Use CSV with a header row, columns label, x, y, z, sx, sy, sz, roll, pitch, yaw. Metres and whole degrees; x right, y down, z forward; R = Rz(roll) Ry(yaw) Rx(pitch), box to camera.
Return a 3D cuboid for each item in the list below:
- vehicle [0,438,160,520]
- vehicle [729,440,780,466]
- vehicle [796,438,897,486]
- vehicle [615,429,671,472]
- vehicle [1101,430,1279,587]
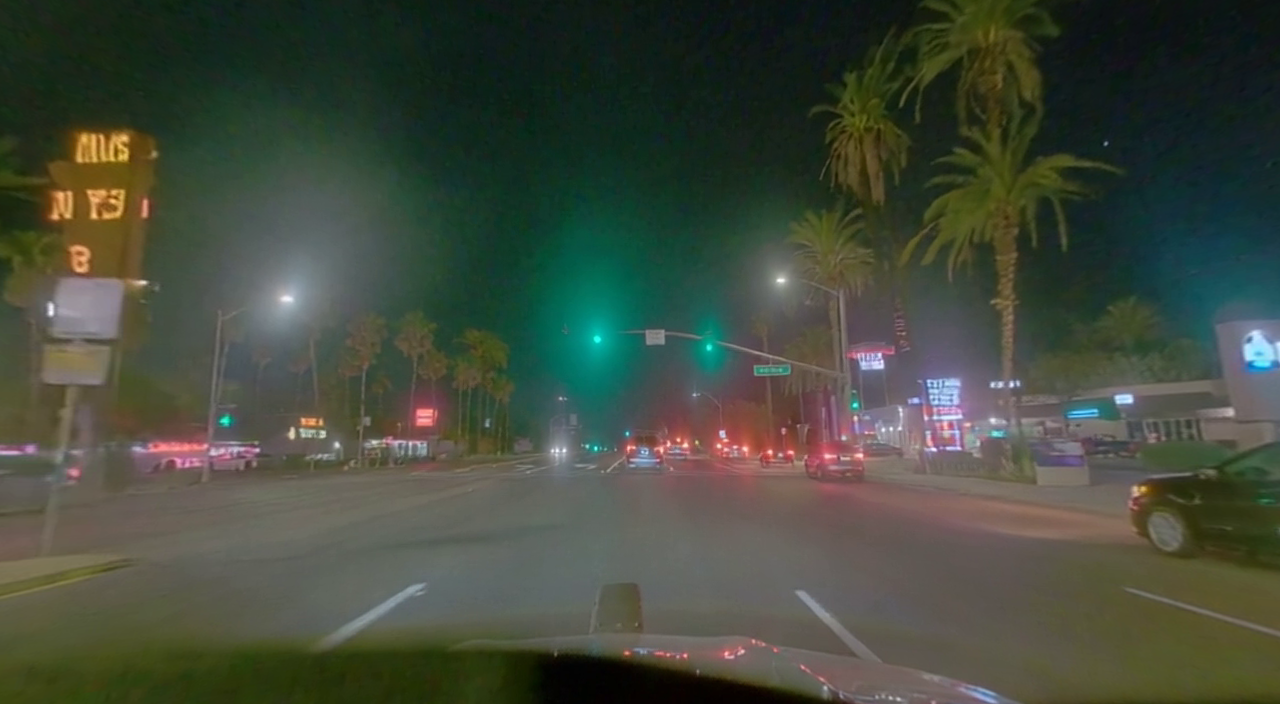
label,x,y,z,sx,sy,sz,roll,pitch,yaw
vehicle,-15.450,3.094,15.713,2.575,1.780,5.899,0,-9,-2
vehicle,6.797,6.063,38.078,2.038,1.476,5.032,0,-9,-1
vehicle,6.890,3.726,21.627,1.902,1.461,4.428,0,-9,-1
vehicle,0.089,4.631,29.729,2.428,1.816,4.959,0,-9,-1
vehicle,7.141,1.450,5.755,2.076,1.483,4.963,0,-9,-1
